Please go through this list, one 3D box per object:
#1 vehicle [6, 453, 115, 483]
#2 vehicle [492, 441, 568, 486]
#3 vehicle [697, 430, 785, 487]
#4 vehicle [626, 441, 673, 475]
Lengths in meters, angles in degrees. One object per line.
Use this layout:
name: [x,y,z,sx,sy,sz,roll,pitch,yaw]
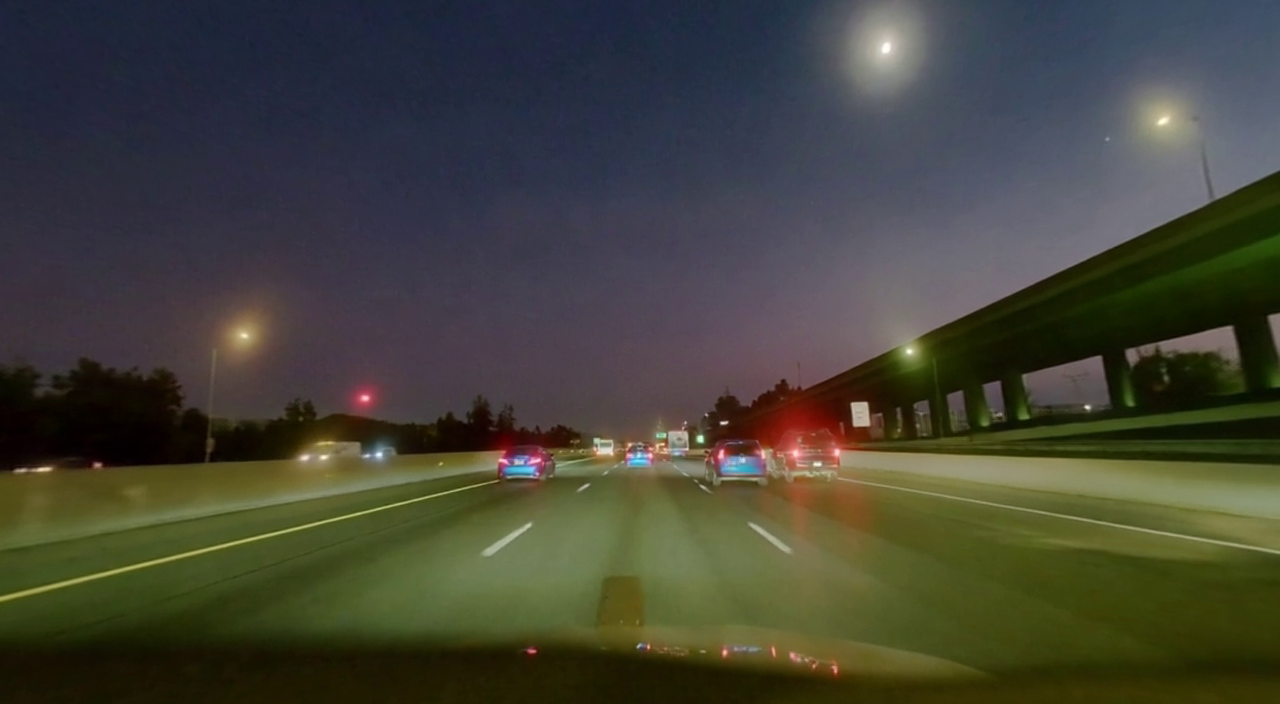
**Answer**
vehicle: [-33.637,6.711,36.754,1.839,1.548,4.704,0,-8,1]
vehicle: [-3.973,4.091,23.492,2.031,1.491,4.145,0,-8,1]
vehicle: [3.324,3.613,21.663,2.202,1.748,4.158,1,-8,-2]
vehicle: [0.439,4.982,29.825,2.089,1.493,3.964,0,-8,0]
